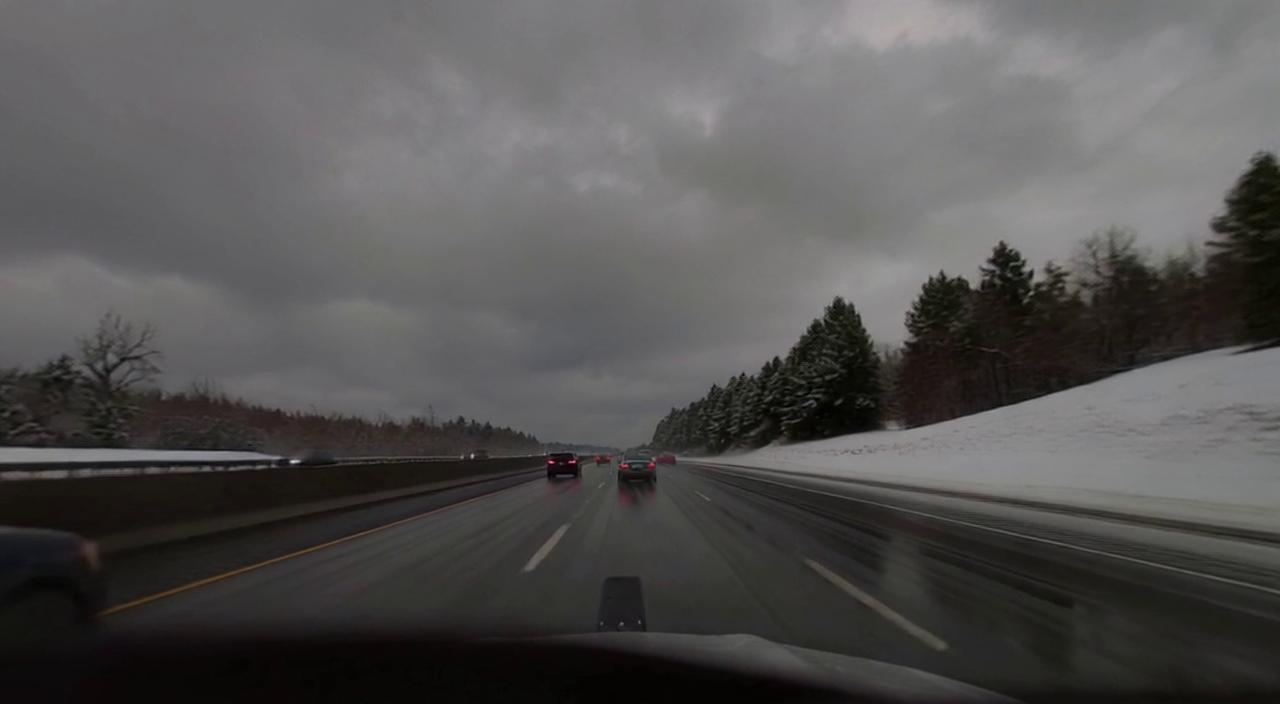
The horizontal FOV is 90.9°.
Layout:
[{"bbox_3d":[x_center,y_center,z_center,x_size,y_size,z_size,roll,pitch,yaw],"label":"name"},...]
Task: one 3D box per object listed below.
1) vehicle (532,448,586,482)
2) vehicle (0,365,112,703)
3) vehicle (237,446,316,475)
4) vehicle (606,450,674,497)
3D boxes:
[{"bbox_3d":[-4.007,5.709,32.004,2.153,1.581,4.375,0,-9,0],"label":"vehicle"},{"bbox_3d":[-3.749,0.632,1.131,2.048,1.621,4.058,0,-9,0],"label":"vehicle"},{"bbox_3d":[-19.511,5.825,34.033,1.865,1.456,3.979,0,-9,-1],"label":"vehicle"},{"bbox_3d":[-0.026,3.937,20.815,2.023,1.400,4.028,0,-9,-1],"label":"vehicle"}]
